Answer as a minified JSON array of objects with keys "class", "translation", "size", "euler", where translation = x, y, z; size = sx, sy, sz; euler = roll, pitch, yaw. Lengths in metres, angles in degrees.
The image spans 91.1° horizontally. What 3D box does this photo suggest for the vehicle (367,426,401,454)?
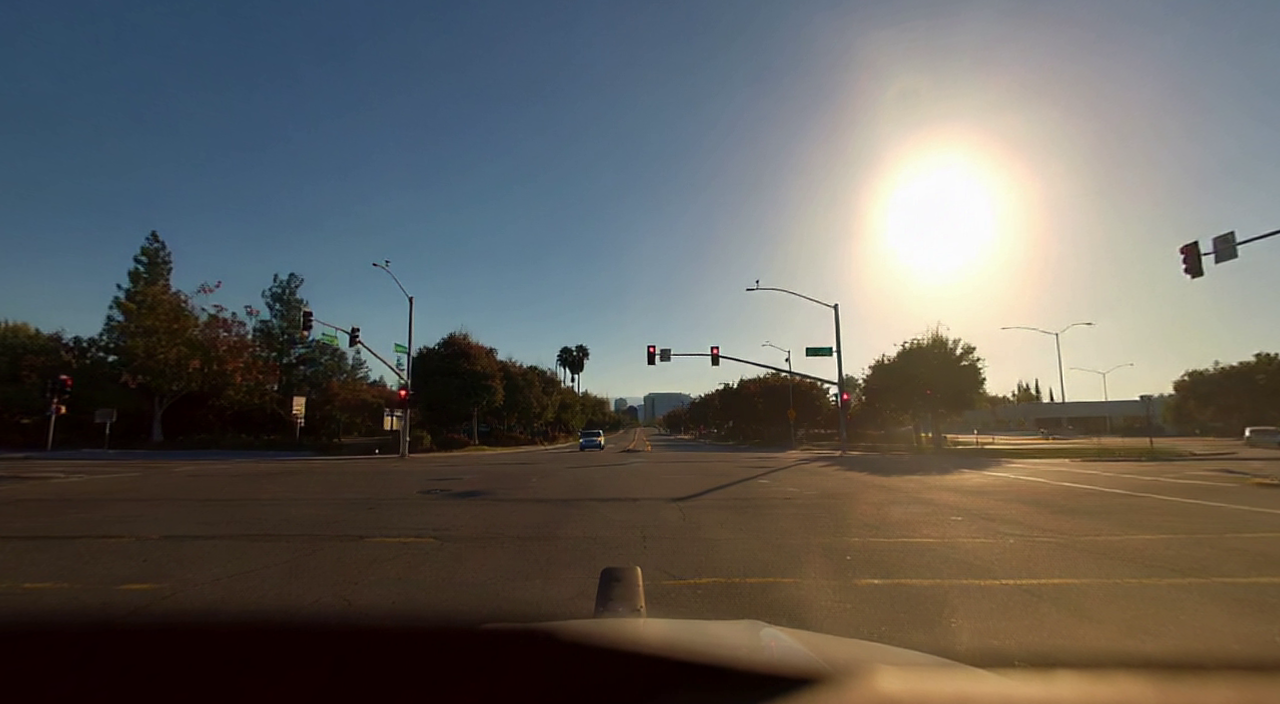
[{"class":"vehicle","translation":[-19.956,6.849,48.883],"size":[1.873,2.079,2.879],"euler":[5,-10,-33]}]
